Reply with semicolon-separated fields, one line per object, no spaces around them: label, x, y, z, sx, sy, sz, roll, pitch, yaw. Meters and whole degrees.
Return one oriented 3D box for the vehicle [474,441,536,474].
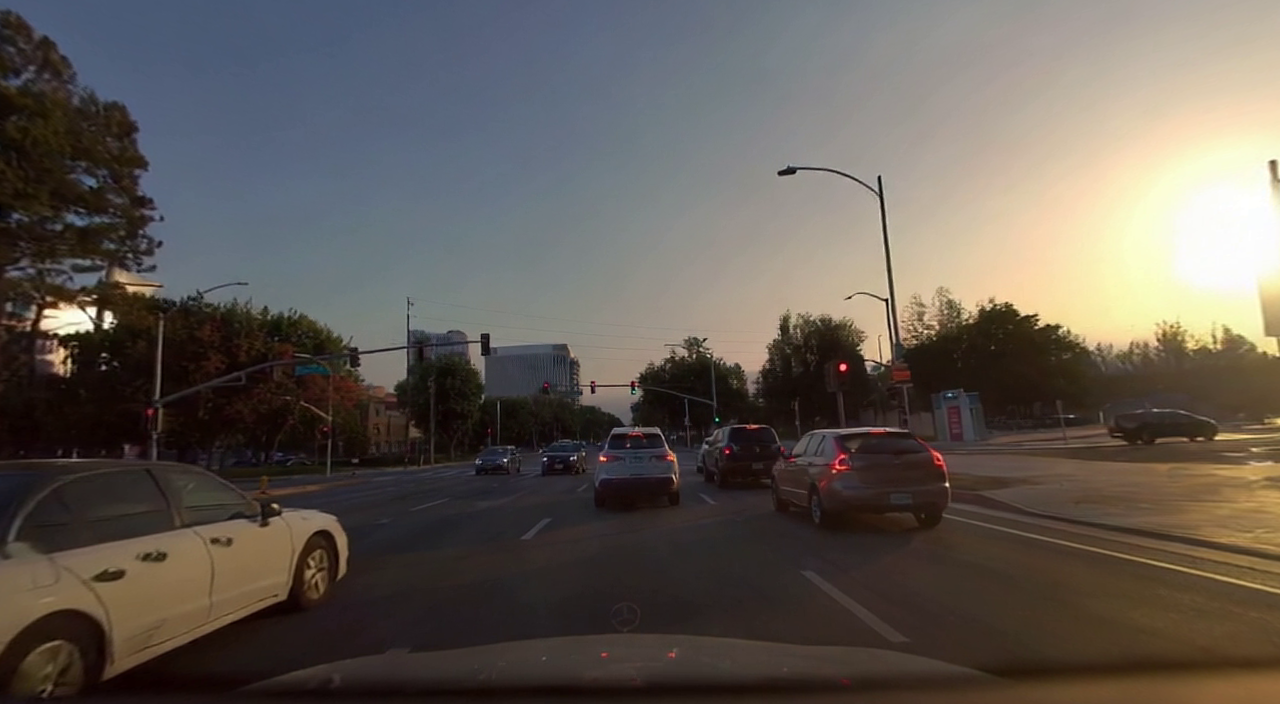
vehicle;-6.451;5.100;30.686;1.954;1.473;4.350;0;-9;1

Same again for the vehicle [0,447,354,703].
vehicle;-3.536;1.204;3.500;1.980;1.321;4.113;0;-9;0

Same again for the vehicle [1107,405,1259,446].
vehicle;24.049;3.305;28.114;4.854;1.712;2.017;0;-9;-1

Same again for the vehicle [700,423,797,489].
vehicle;3.271;3.265;20.063;2.144;1.802;4.609;0;-9;-1

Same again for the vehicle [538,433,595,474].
vehicle;-3.382;4.777;29.965;2.106;1.778;4.444;0;-9;1

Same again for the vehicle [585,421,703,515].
vehicle;-0.014;2.421;13.577;2.146;1.685;4.003;0;-9;-2

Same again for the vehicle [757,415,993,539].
vehicle;3.622;2.031;10.902;2.198;1.660;4.512;0;-9;-2
